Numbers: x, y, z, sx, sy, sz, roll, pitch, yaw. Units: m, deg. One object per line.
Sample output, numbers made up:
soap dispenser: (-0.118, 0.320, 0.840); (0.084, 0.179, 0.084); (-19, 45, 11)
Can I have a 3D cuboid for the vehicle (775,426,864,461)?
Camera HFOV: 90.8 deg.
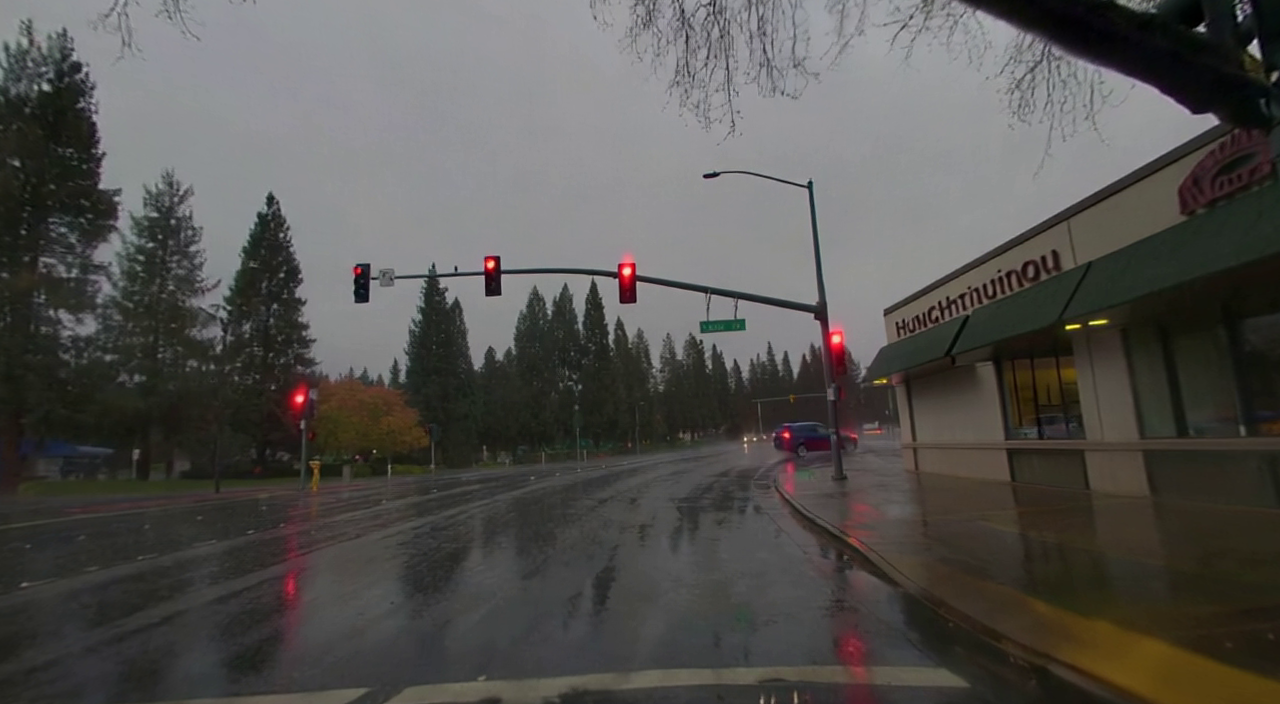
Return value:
vehicle: (10.266, 5.182, 35.816); (5.519, 1.842, 2.100); (7, -11, -41)
